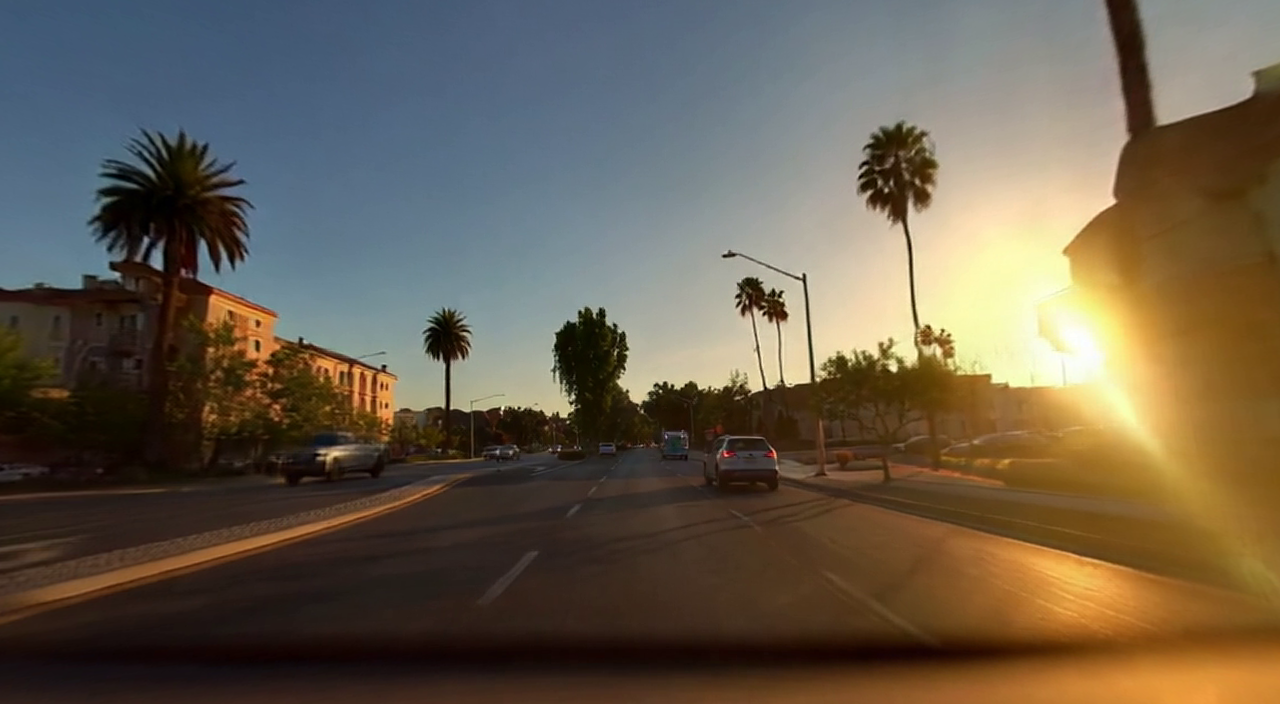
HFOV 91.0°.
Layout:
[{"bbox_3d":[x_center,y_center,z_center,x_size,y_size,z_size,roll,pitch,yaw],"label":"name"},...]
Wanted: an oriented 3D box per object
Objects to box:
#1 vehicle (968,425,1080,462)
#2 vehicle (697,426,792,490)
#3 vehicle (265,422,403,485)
[{"bbox_3d":[18.922,4.566,31.290,1.962,1.699,4.673,2,-9,-12],"label":"vehicle"},{"bbox_3d":[3.375,3.538,21.348,2.244,1.901,4.561,0,-8,-3],"label":"vehicle"},{"bbox_3d":[-15.383,5.201,32.564,3.083,2.852,7.976,0,-8,0],"label":"vehicle"}]
